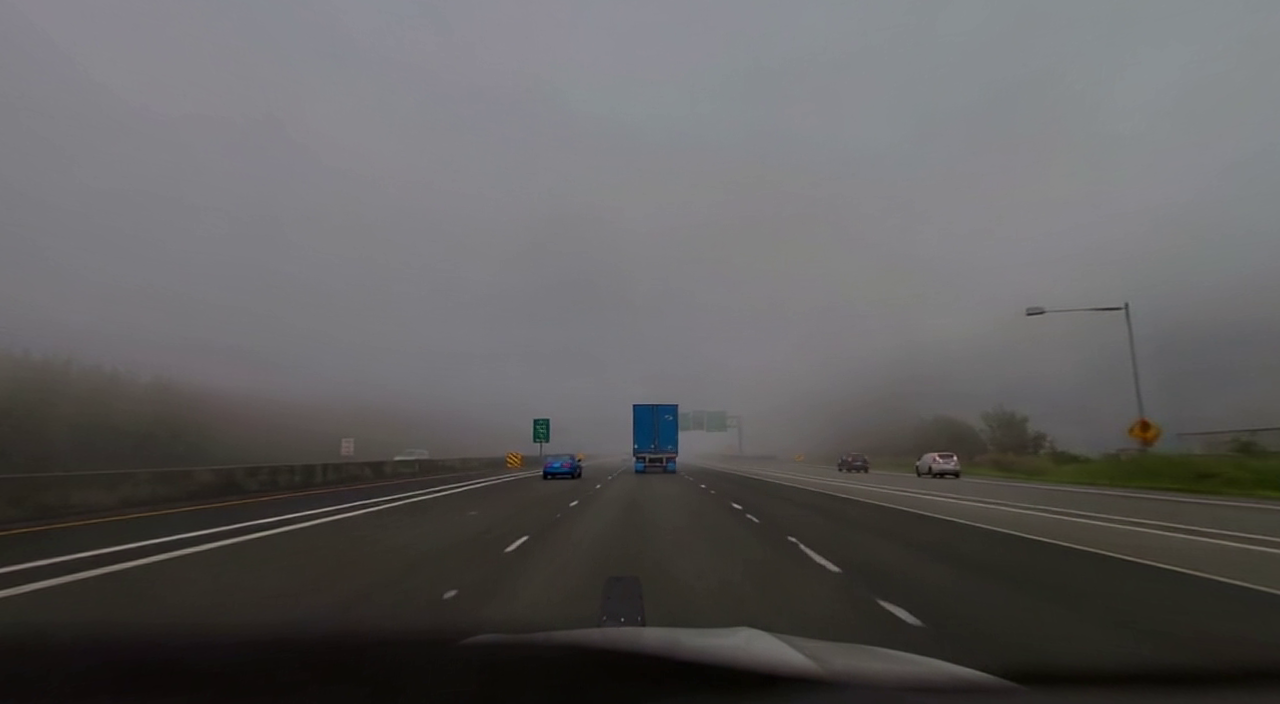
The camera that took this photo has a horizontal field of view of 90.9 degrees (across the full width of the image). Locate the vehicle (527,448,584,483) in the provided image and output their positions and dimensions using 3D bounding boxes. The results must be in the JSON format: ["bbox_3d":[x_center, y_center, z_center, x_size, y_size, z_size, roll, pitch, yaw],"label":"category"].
[{"bbox_3d":[-3.818,5.185,29.186,1.931,1.466,4.458,0,-9,2],"label":"vehicle"}]

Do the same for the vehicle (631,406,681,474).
[{"bbox_3d":[1.134,6.055,43.109,3.022,4.072,10.318,0,-9,2],"label":"vehicle"}]

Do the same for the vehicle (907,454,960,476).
[{"bbox_3d":[20.366,7.829,43.864,1.857,1.407,3.719,0,-9,0],"label":"vehicle"}]

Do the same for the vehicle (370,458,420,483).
[{"bbox_3d":[-16.047,7.761,41.499,1.701,1.465,3.759,0,-9,1],"label":"vehicle"}]
